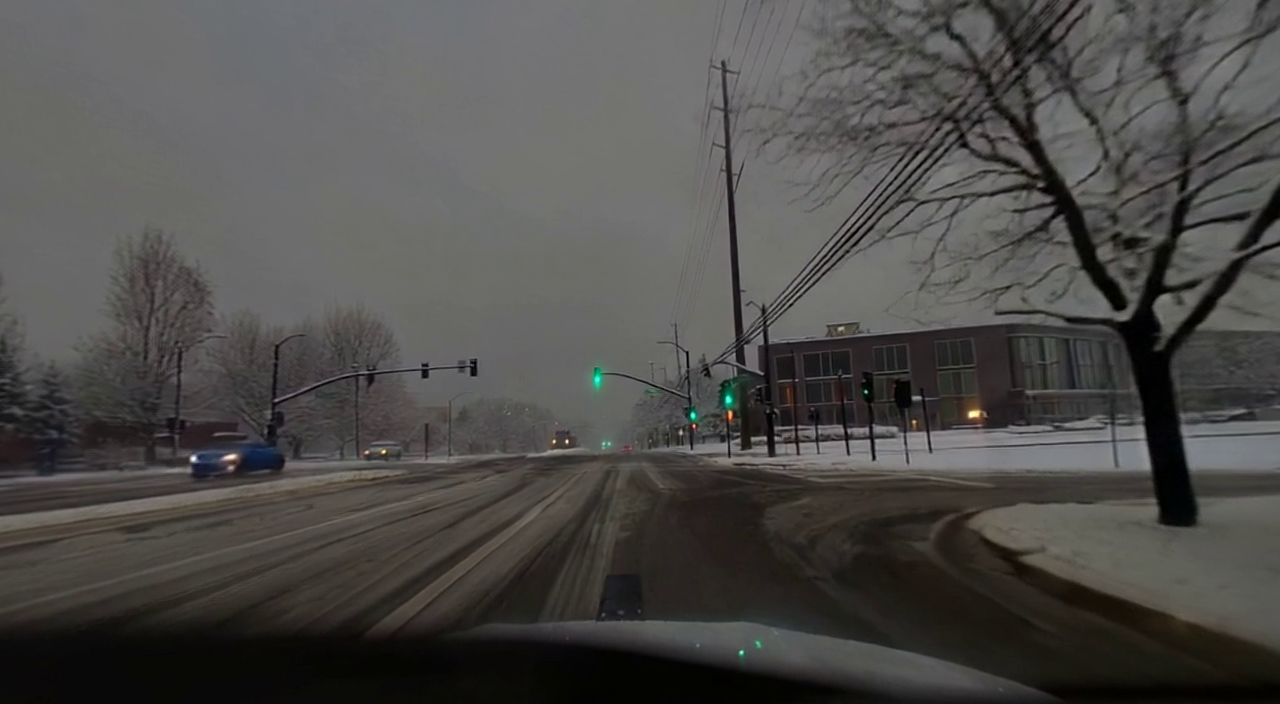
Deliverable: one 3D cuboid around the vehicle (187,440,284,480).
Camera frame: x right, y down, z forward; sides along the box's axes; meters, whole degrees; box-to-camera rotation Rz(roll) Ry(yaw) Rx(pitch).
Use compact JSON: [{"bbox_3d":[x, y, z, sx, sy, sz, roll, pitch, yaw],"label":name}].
[{"bbox_3d":[-20.700,5.515,32.585,2.097,1.858,4.601,0,-9,-3],"label":"vehicle"}]
